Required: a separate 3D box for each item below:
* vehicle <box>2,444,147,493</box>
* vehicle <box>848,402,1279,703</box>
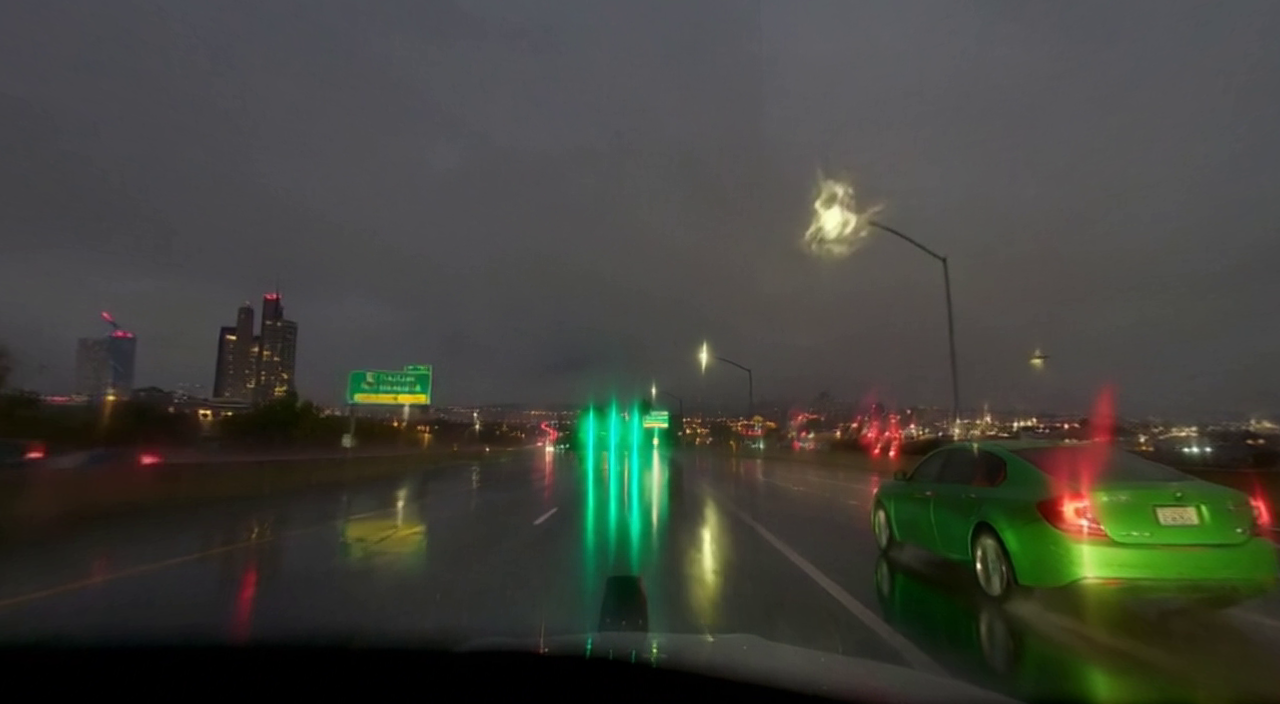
[{"bbox_3d":[-23.635,4.853,26.607,2.278,1.868,4.032,0,-8,1],"label":"vehicle"},{"bbox_3d":[3.721,1.400,5.643,2.104,1.575,4.698,0,-8,0],"label":"vehicle"}]
